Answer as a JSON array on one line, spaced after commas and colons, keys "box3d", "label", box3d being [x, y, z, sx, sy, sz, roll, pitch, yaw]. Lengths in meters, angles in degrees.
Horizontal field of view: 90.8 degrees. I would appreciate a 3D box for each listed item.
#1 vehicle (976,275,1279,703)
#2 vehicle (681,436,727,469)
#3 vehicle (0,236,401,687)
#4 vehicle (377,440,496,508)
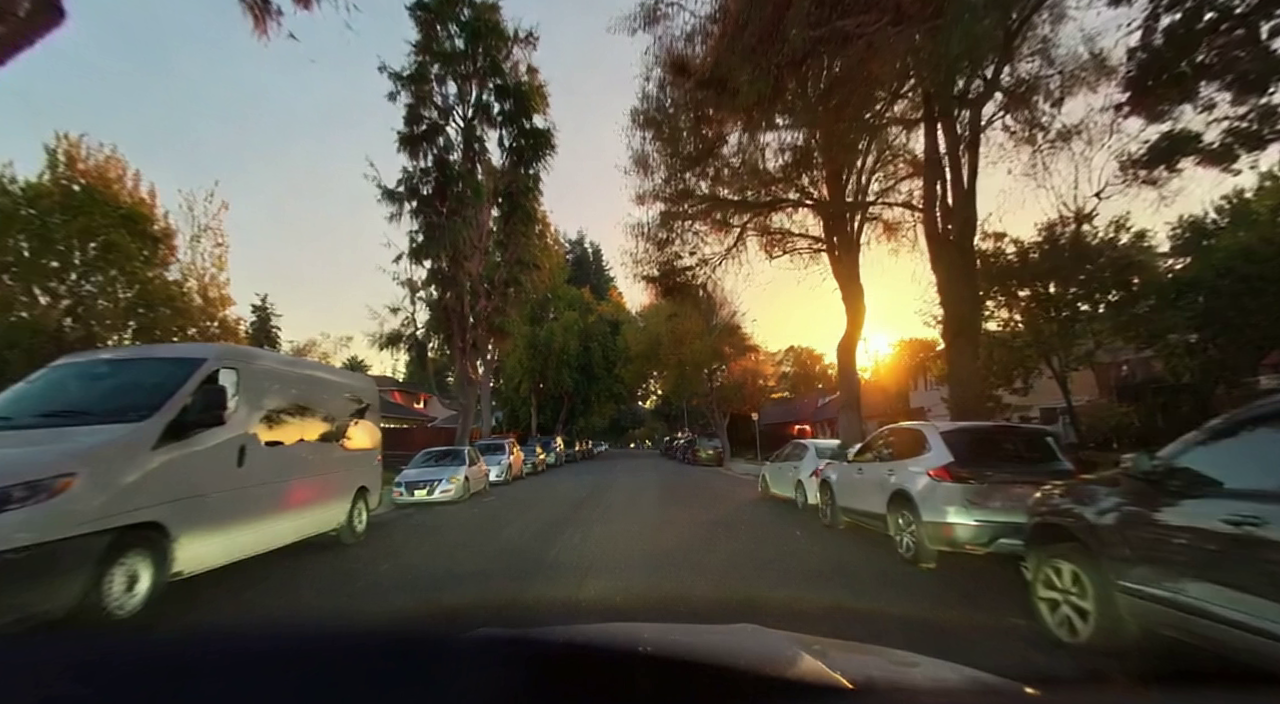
[{"box3d": [3.644, 0.609, 1.866, 2.251, 1.979, 5.223, 0, -8, -2], "label": "vehicle"}, {"box3d": [3.486, 5.584, 35.365, 1.994, 1.710, 4.699, 0, -8, -1], "label": "vehicle"}, {"box3d": [-4.959, 1.071, 6.827, 2.330, 2.676, 6.346, 0, -8, -1], "label": "vehicle"}, {"box3d": [-4.995, 3.020, 16.195, 1.901, 1.486, 4.422, 1, -8, -5], "label": "vehicle"}]
